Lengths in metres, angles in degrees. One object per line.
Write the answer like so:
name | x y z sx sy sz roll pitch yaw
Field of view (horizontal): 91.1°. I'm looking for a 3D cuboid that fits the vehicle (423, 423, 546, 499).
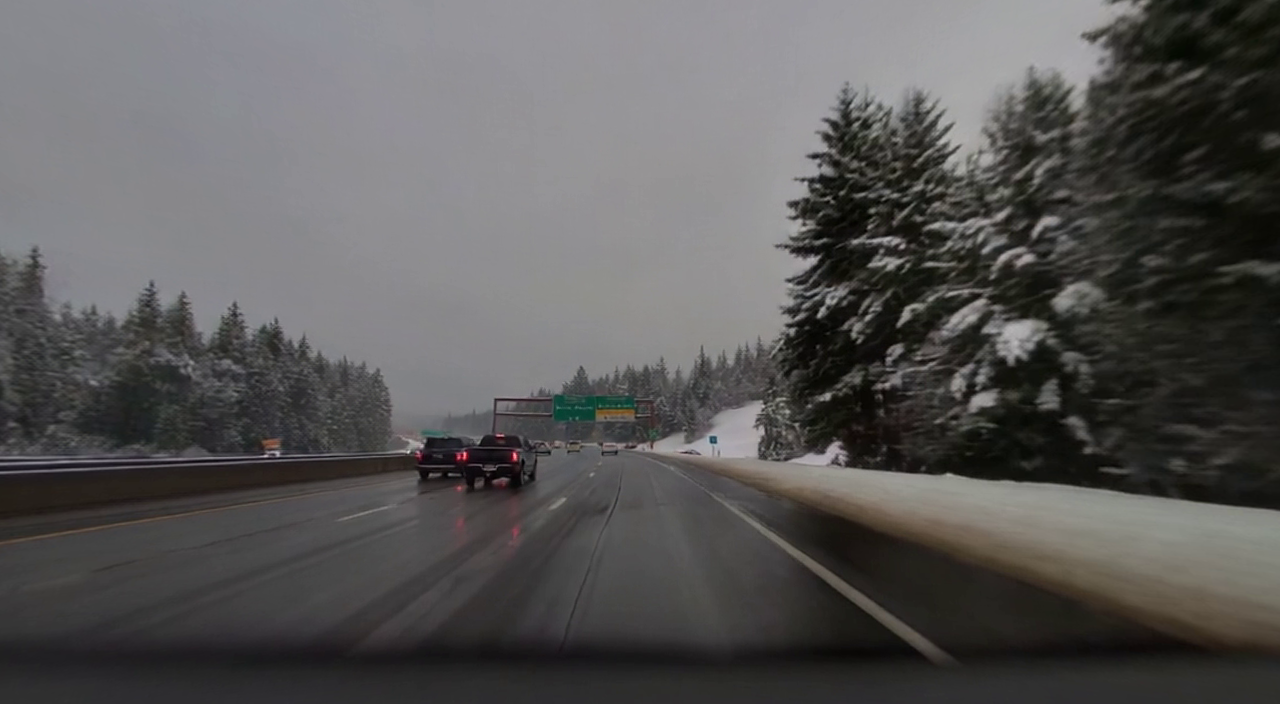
vehicle | -4.089 2.962 17.505 2.142 1.789 5.009 0 -8 0
